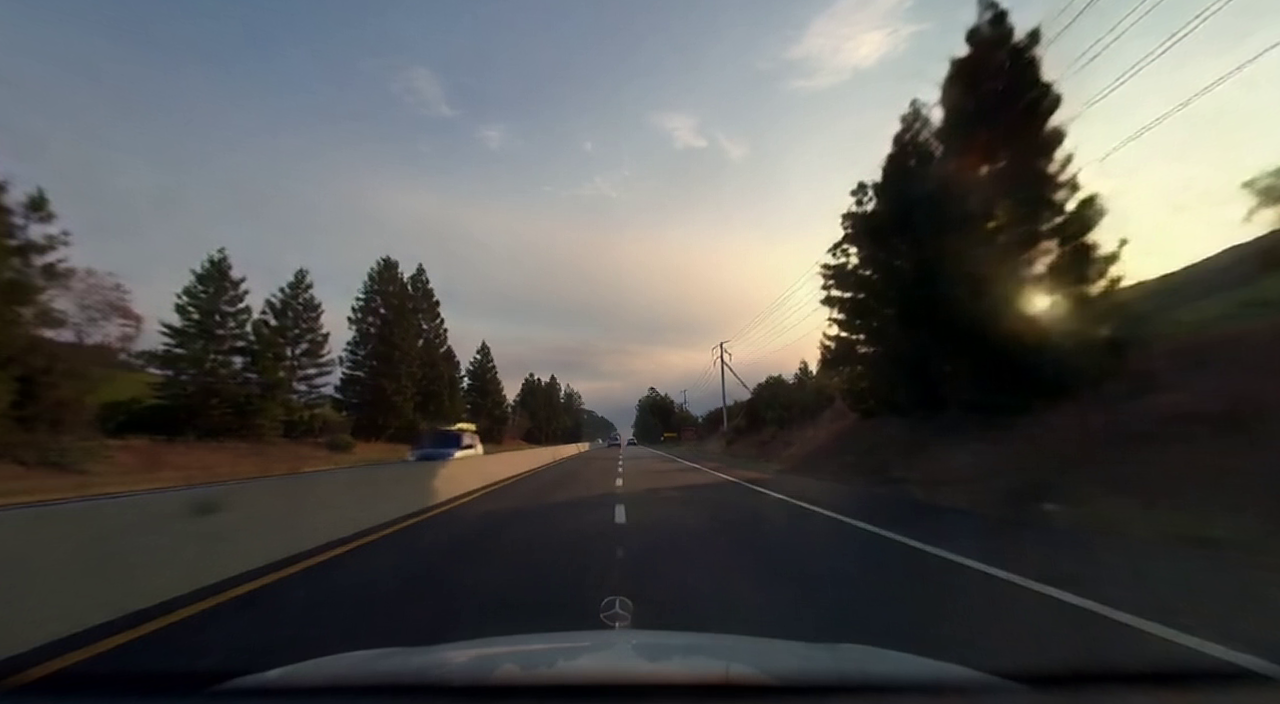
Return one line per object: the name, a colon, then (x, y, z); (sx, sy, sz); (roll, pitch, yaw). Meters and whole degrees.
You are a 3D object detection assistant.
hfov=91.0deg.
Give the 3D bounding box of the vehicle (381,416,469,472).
vehicle: (-9.875, 4.294, 29.459); (2.249, 2.323, 5.638); (0, -8, -2)
